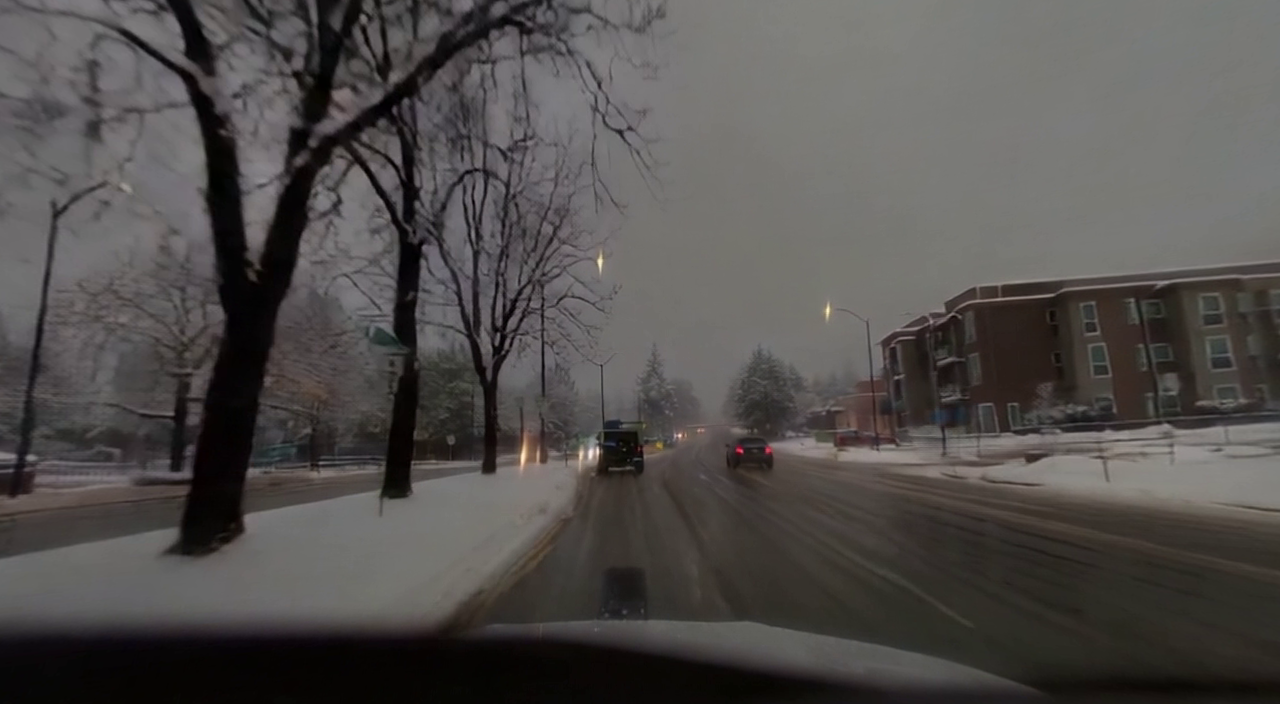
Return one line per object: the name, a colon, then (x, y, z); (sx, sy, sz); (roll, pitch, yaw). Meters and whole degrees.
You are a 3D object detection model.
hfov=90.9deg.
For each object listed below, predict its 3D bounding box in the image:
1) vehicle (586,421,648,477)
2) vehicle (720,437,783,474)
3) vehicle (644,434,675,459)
vehicle: (-1.013, 4.139, 26.968); (2.396, 2.143, 4.824); (0, -8, -3)
vehicle: (4.835, 4.549, 27.997); (2.075, 1.486, 4.316); (0, -8, 1)
vehicle: (1.552, 7.286, 48.469); (2.222, 1.841, 4.031); (-1, -8, 4)
